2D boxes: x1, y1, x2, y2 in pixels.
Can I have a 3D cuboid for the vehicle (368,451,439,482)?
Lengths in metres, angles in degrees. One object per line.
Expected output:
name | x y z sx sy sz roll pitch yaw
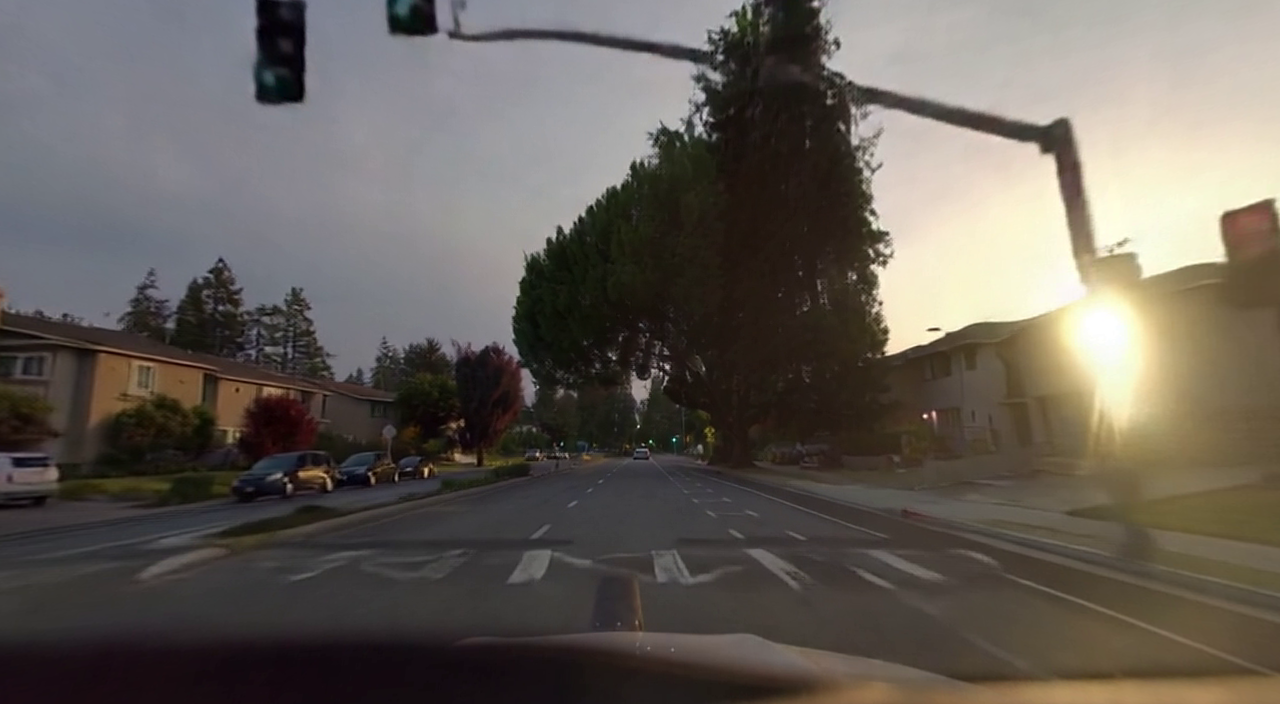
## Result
vehicle | -12.156 5.948 32.734 1.888 1.477 4.629 -1 -10 0

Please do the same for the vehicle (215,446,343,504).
vehicle | -12.111 4.149 21.511 1.932 1.673 4.314 -3 -10 -2

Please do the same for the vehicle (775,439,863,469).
vehicle | 11.267 6.455 39.829 4.880 1.842 2.069 0 -9 -1
